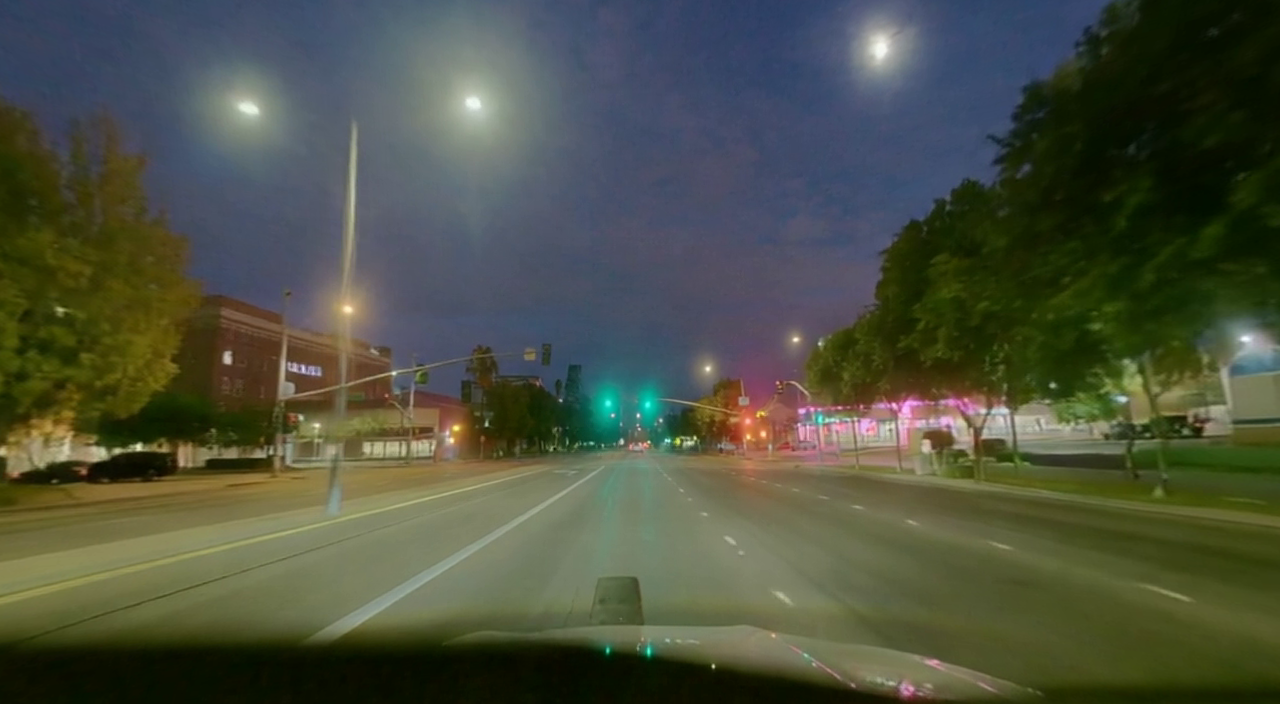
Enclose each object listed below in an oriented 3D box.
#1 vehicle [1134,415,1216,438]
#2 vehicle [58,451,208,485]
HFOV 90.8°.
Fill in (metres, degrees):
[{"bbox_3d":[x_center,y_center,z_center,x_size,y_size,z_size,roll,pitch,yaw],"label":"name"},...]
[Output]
[{"bbox_3d":[40.038,5.607,47.343,4.388,1.651,1.918,0,-9,-2],"label":"vehicle"},{"bbox_3d":[-29.629,6.774,37.119,6.525,1.890,2.481,0,-9,-1],"label":"vehicle"}]
